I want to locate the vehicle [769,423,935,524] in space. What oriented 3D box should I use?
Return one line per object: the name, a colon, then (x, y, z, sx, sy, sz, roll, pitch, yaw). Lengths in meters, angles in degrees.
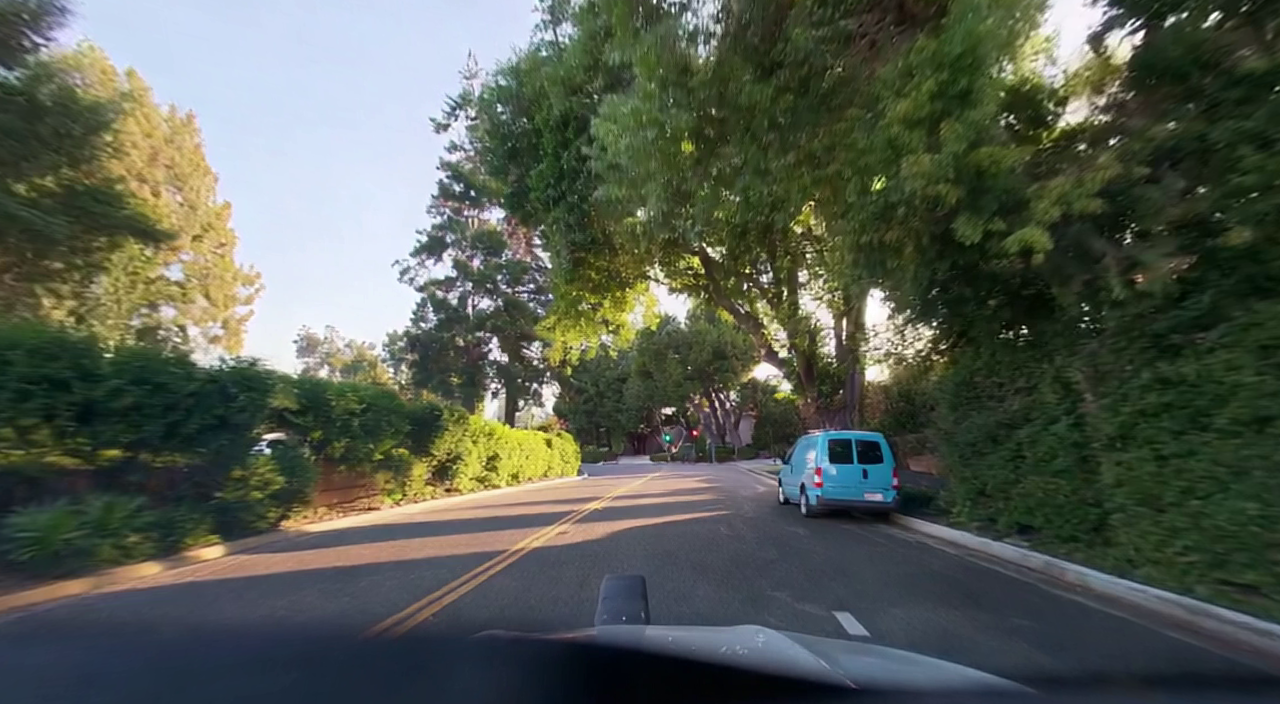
vehicle: (4.426, 2.621, 14.100, 2.323, 1.849, 4.691, 0, -9, 3)
